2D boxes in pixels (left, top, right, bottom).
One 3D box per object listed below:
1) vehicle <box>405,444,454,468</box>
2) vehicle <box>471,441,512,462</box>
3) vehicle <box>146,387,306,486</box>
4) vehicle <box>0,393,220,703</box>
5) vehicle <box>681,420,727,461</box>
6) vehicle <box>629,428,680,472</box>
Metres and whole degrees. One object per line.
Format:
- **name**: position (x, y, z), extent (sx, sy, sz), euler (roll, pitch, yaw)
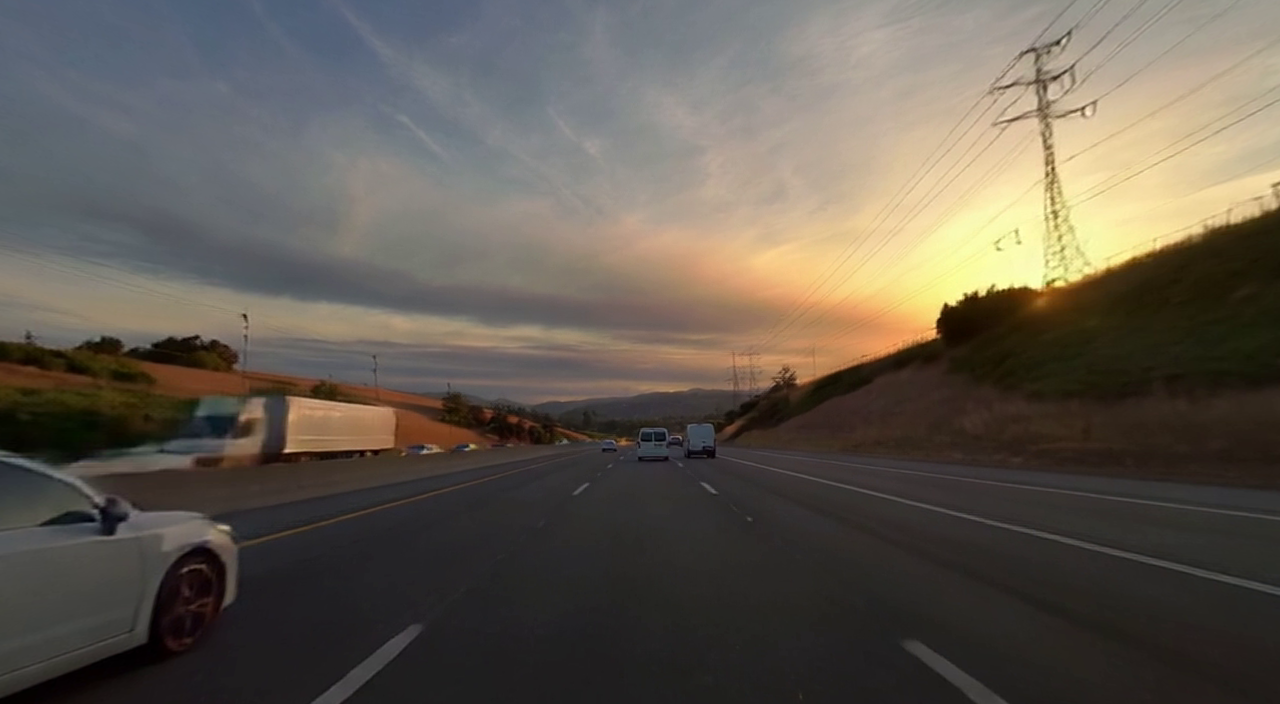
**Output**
- **vehicle**: position (-14.356, 7.084, 43.124), extent (1.930, 1.450, 3.955), euler (0, -8, 1)
- **vehicle**: position (-11.148, 7.471, 47.584), extent (1.937, 1.505, 4.310), euler (0, -8, 1)
- **vehicle**: position (-18.365, 3.803, 28.593), extent (2.991, 3.989, 5.970), euler (0, -8, 0)
- **vehicle**: position (-3.258, 0.768, 1.303), extent (1.890, 1.490, 4.202), euler (0, -8, 0)
- **vehicle**: position (3.986, 5.634, 40.374), extent (2.348, 2.429, 5.172), euler (0, -8, -1)
- **vehicle**: position (0.596, 4.390, 28.634), extent (2.159, 1.811, 4.238), euler (0, -8, -1)
